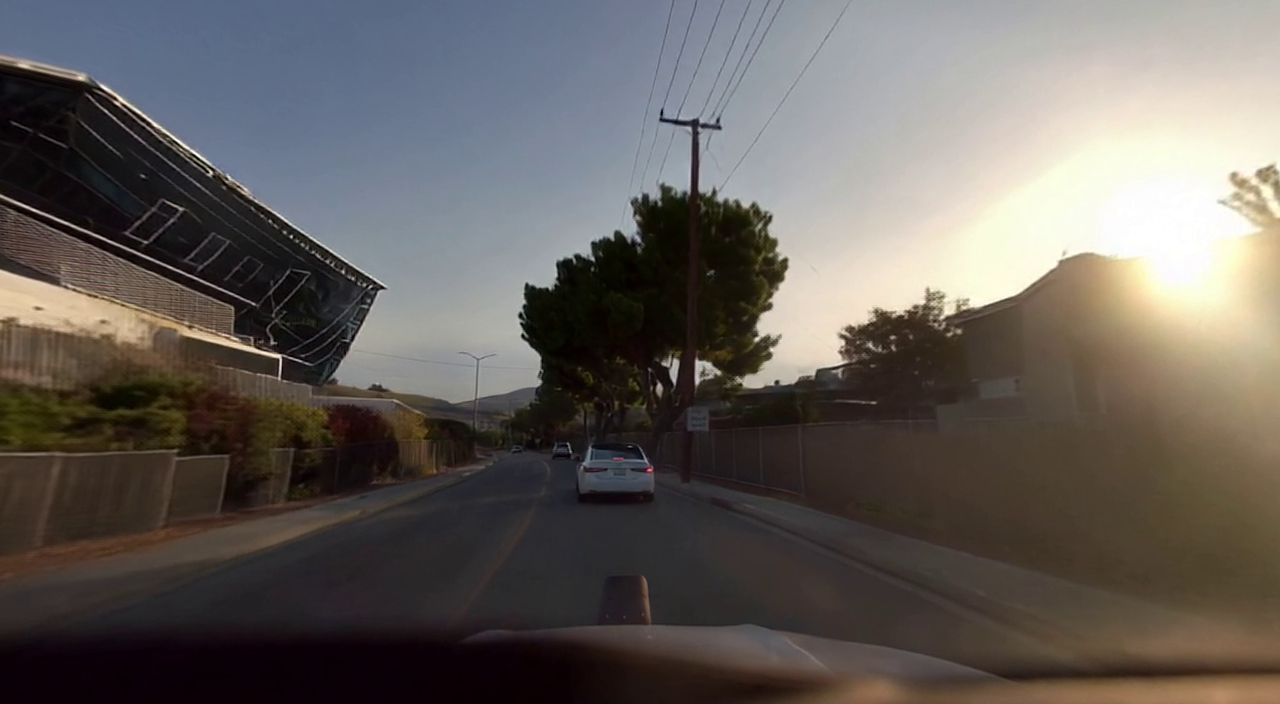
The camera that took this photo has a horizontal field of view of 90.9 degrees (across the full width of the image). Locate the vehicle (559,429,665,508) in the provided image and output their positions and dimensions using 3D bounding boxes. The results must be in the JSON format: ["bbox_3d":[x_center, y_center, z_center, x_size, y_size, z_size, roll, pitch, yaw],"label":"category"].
[{"bbox_3d":[-0.739,2.553,14.285,2.060,1.487,3.920,0,-8,-6],"label":"vehicle"}]
